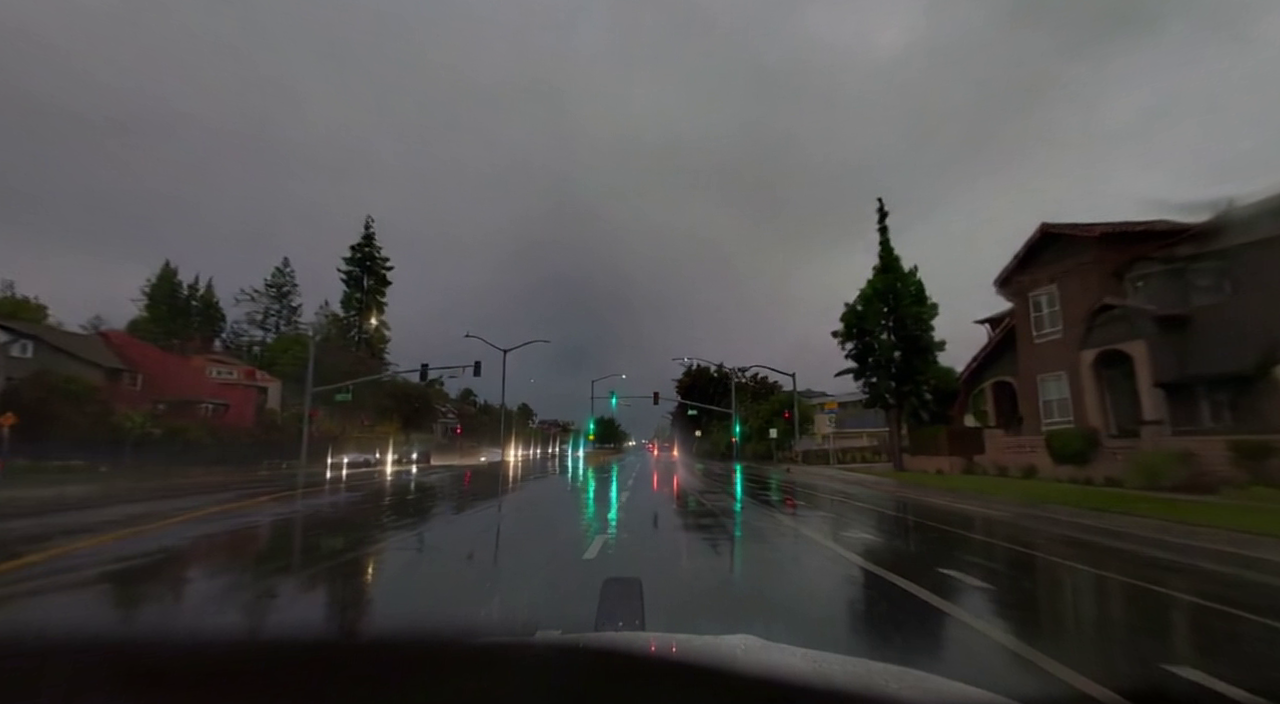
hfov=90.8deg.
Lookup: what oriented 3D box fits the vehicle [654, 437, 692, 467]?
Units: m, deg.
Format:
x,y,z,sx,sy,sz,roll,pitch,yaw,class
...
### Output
x,y,z,sx,sy,sz,roll,pitch,yaw,class
2.148,6.726,42.510,2.273,1.851,5.075,0,-9,0,vehicle
